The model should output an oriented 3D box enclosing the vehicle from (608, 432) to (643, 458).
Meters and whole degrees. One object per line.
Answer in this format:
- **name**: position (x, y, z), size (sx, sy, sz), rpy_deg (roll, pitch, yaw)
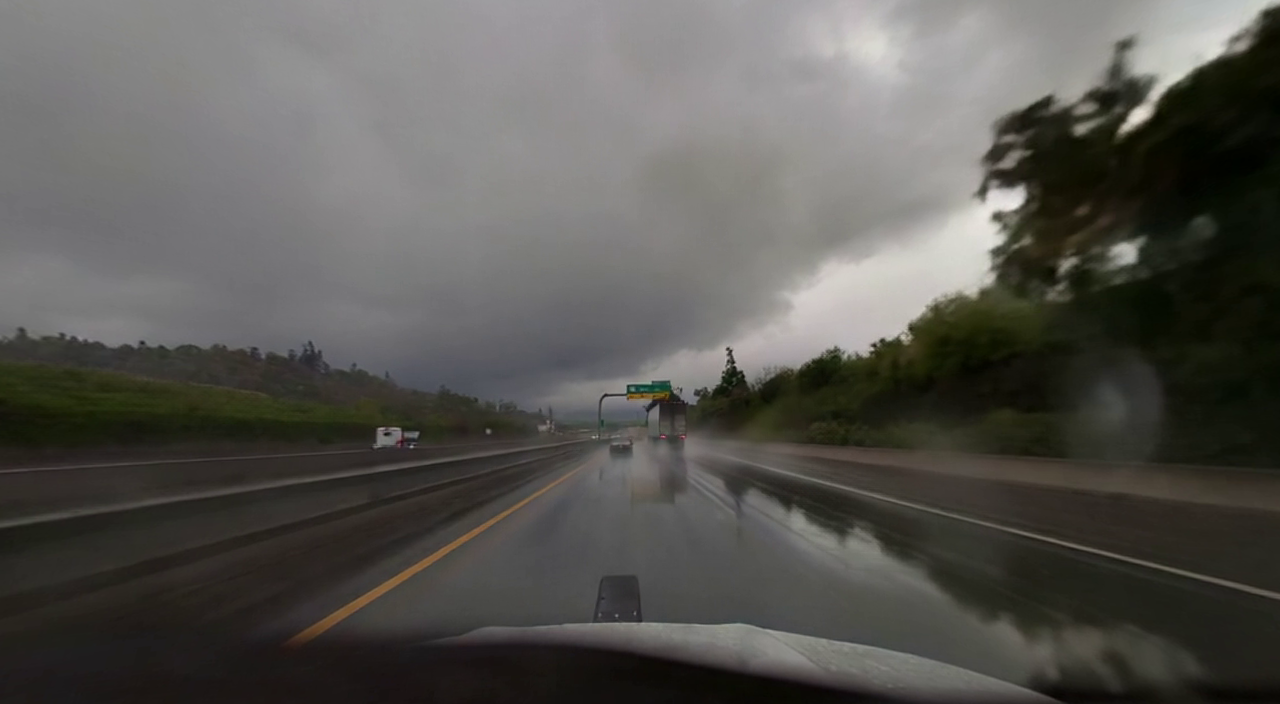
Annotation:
- **vehicle**: position (-0.874, 5.867, 39.778), size (2.095, 1.557, 3.963), rpy_deg (0, -8, -1)
